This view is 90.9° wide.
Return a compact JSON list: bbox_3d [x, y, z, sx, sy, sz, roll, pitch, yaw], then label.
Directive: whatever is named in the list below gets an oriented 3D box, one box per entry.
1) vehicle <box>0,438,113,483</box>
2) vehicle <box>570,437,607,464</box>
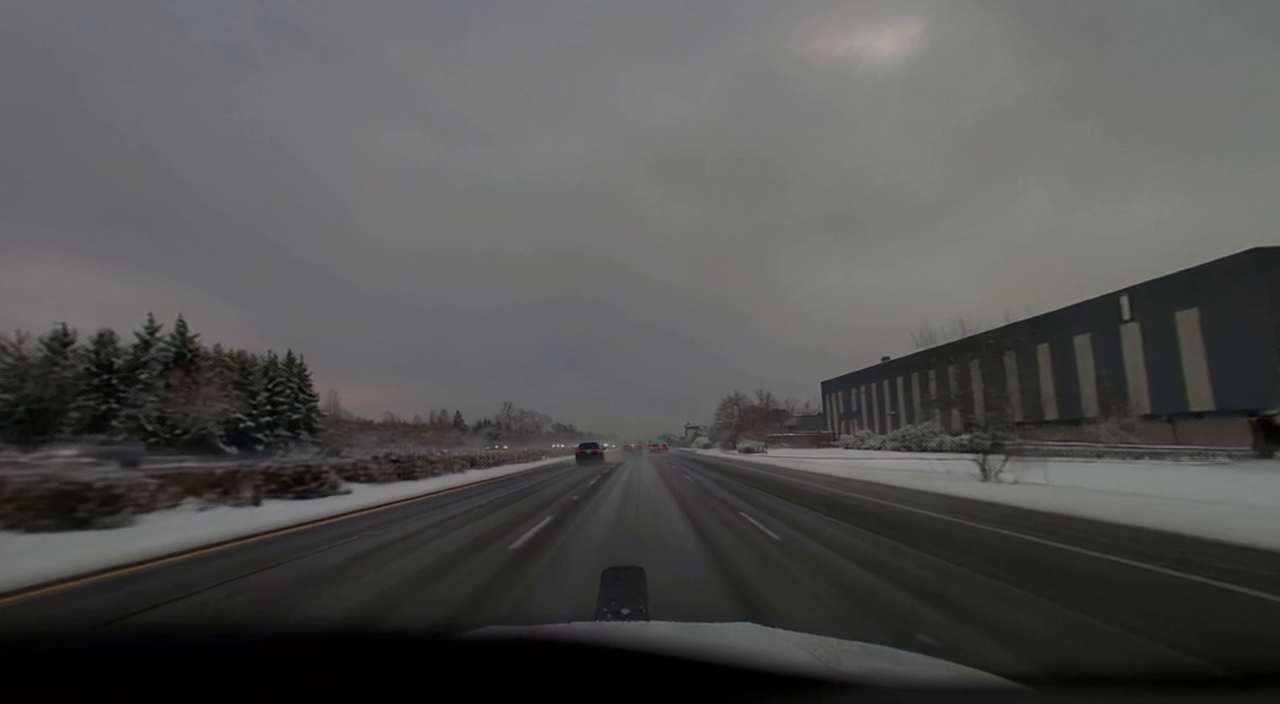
[{"bbox_3d":[-28.213,5.070,29.784,2.108,1.920,5.081,0,-9,0],"label":"vehicle"},{"bbox_3d":[-3.642,7.123,45.562,2.218,1.850,4.774,0,-9,1],"label":"vehicle"}]
